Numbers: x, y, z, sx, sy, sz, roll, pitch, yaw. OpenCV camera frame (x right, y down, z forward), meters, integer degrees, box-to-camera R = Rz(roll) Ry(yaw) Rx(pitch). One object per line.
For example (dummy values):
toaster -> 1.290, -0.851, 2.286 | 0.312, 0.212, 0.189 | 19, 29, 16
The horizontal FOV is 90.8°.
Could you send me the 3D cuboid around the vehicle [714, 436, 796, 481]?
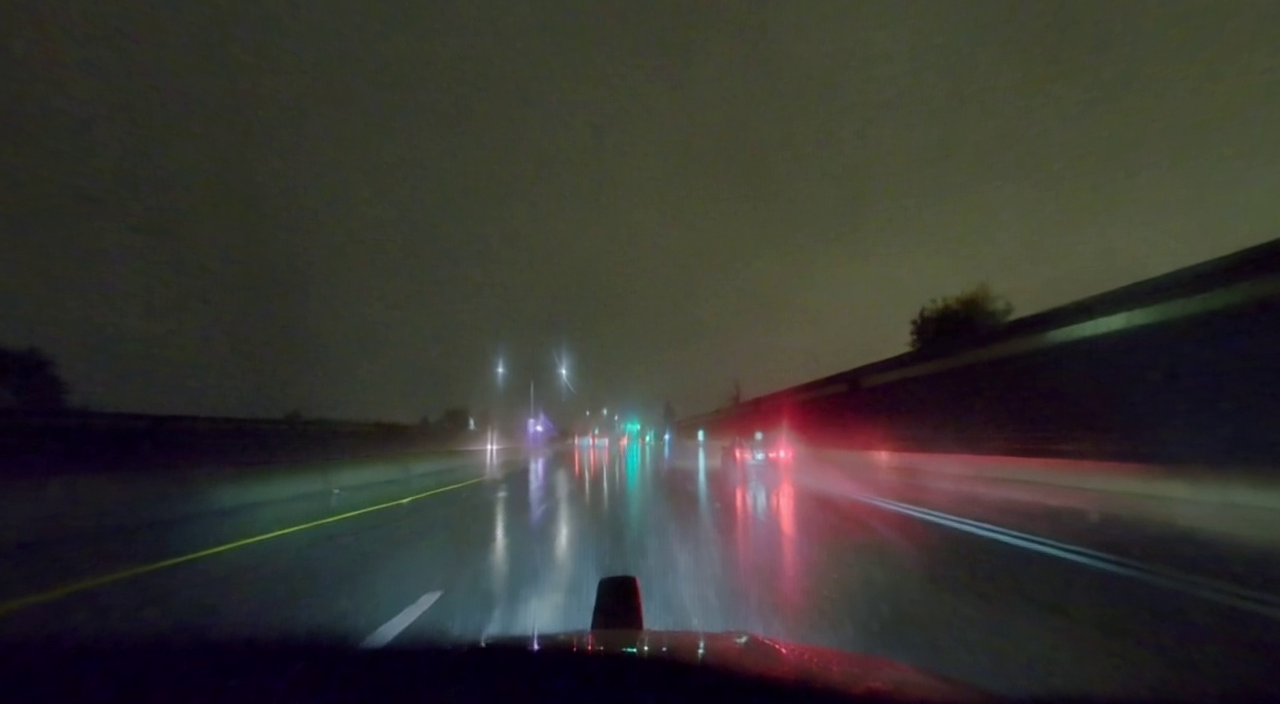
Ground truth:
vehicle -> 4.076, 3.867, 23.157 | 2.060, 1.485, 4.274 | 0, -9, -2
